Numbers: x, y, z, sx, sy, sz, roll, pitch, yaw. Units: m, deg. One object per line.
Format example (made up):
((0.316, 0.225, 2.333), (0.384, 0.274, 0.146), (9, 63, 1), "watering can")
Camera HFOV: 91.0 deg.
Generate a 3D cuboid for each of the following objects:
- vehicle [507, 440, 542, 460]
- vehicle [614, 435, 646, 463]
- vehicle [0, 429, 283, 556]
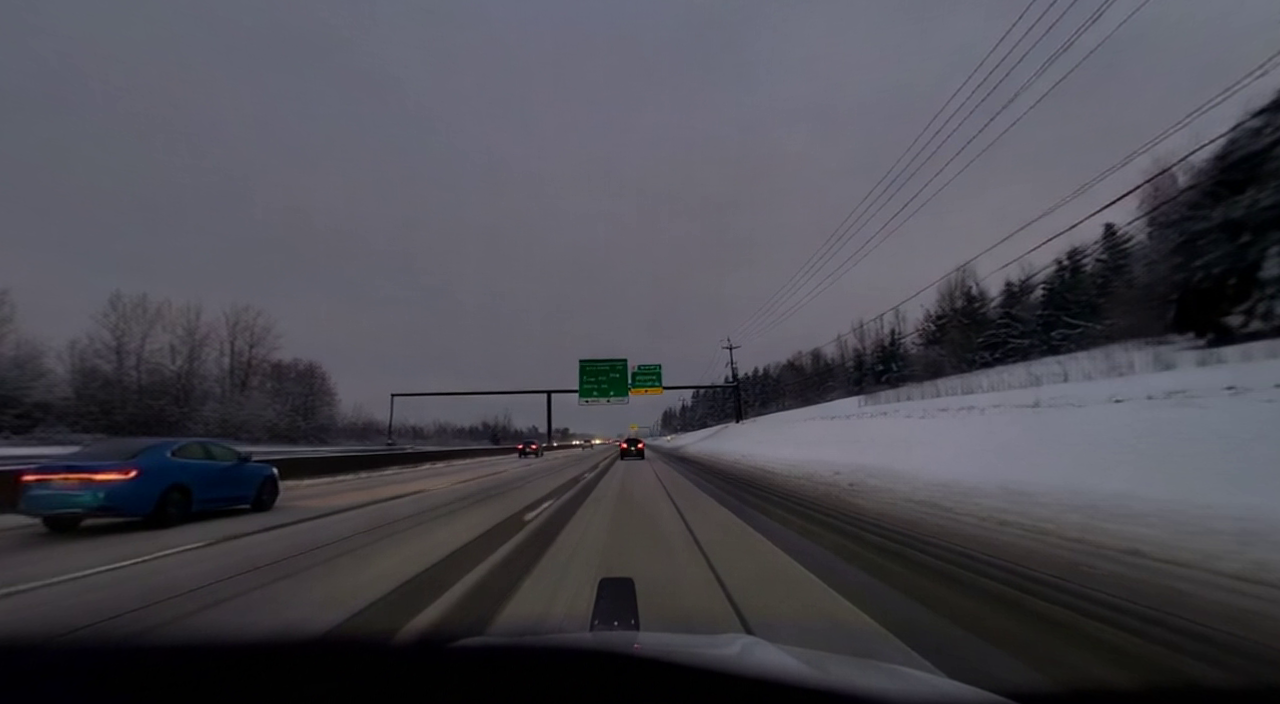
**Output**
((-9.085, 7.692, 49.754), (2.047, 1.486, 4.306), (0, -8, -1), "vehicle")
((-0.679, 6.360, 41.517), (2.040, 1.715, 3.906), (0, -8, -1), "vehicle")
((-7.579, 1.924, 9.412), (1.949, 1.428, 4.408), (0, -8, -1), "vehicle")
